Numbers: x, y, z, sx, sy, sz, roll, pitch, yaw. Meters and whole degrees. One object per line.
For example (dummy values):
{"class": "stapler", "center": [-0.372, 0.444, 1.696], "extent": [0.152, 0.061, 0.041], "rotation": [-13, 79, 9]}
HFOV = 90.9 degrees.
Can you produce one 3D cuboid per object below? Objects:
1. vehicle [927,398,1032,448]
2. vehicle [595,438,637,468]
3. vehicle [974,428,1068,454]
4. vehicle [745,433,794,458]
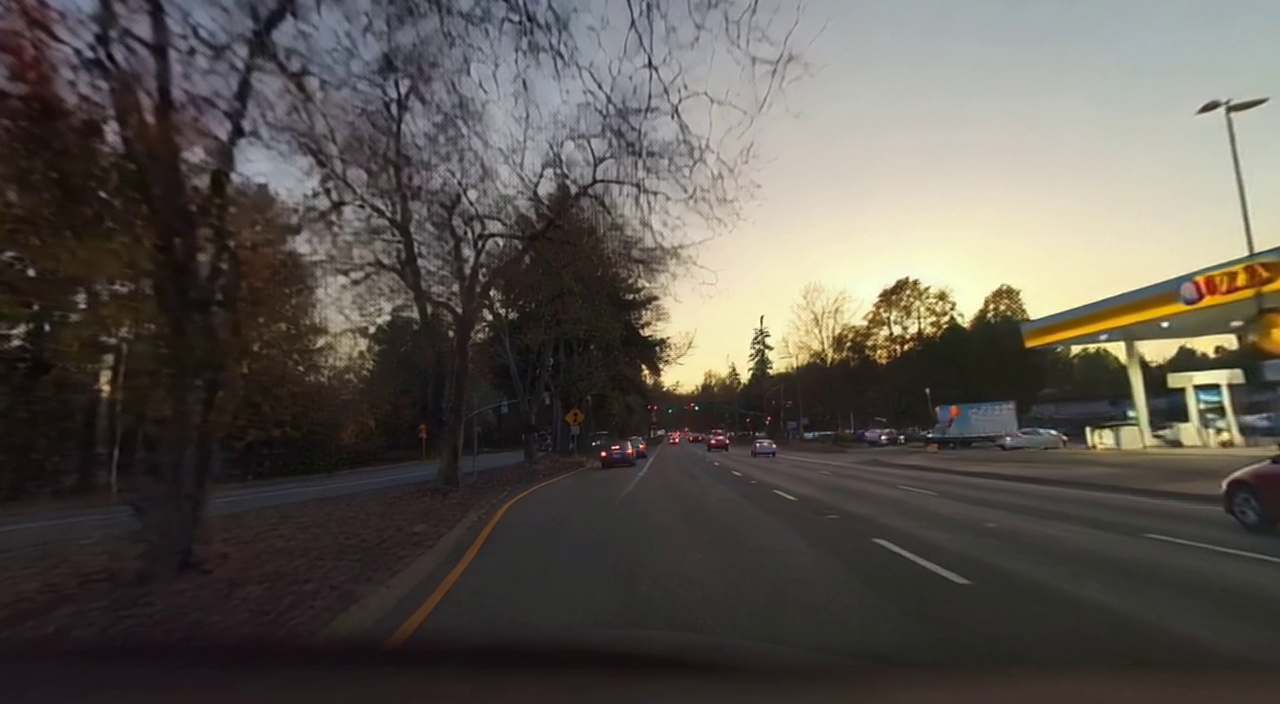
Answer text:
{"class": "vehicle", "center": [26.146, 5.535, 48.505], "extent": [7.827, 3.570, 3.121], "rotation": [5, -9, -27]}
{"class": "vehicle", "center": [-1.220, 5.404, 33.683], "extent": [2.032, 1.461, 4.173], "rotation": [0, -9, 0]}
{"class": "vehicle", "center": [22.856, 5.412, 38.002], "extent": [1.784, 1.472, 4.532], "rotation": [4, -10, -25]}
{"class": "vehicle", "center": [9.218, 6.729, 45.273], "extent": [1.991, 1.695, 4.357], "rotation": [1, -9, -9]}
